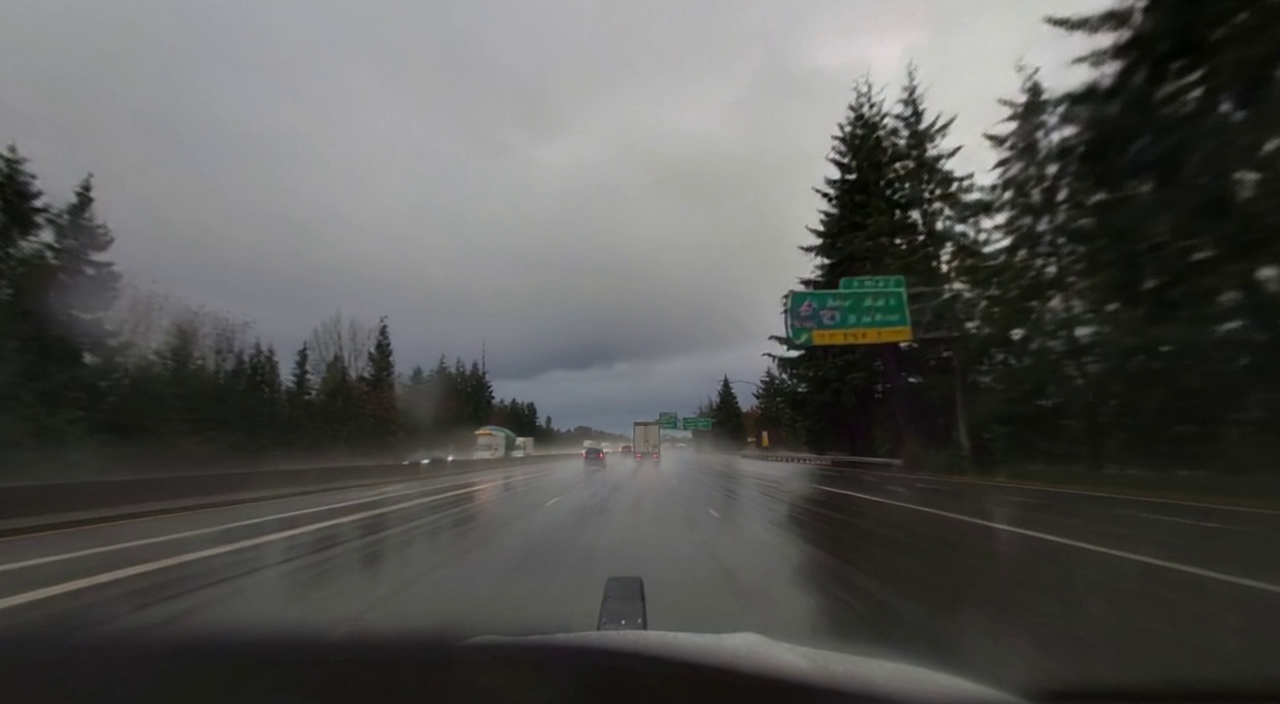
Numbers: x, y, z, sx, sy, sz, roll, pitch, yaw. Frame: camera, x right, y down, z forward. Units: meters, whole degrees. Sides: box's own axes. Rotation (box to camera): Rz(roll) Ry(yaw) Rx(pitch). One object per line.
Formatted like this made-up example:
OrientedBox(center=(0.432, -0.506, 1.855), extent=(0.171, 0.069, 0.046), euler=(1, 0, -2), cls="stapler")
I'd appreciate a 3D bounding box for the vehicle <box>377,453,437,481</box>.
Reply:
OrientedBox(center=(-13.051, 6.445, 35.527), extent=(1.803, 1.419, 3.997), euler=(0, -9, 0), cls="vehicle")
